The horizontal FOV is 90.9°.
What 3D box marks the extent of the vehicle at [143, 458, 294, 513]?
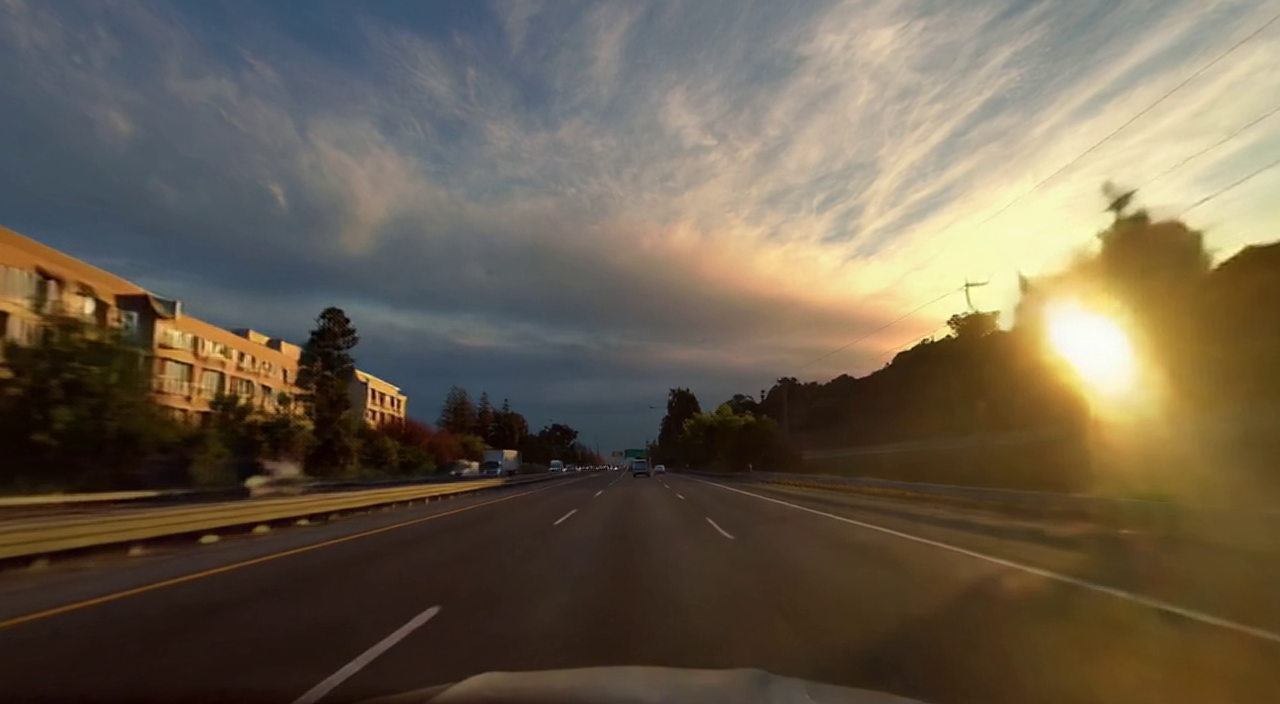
[{"bbox_3d":[-12.781,4.068,19.461,1.866,1.469,3.952,1,-10,0],"label":"vehicle"}]
